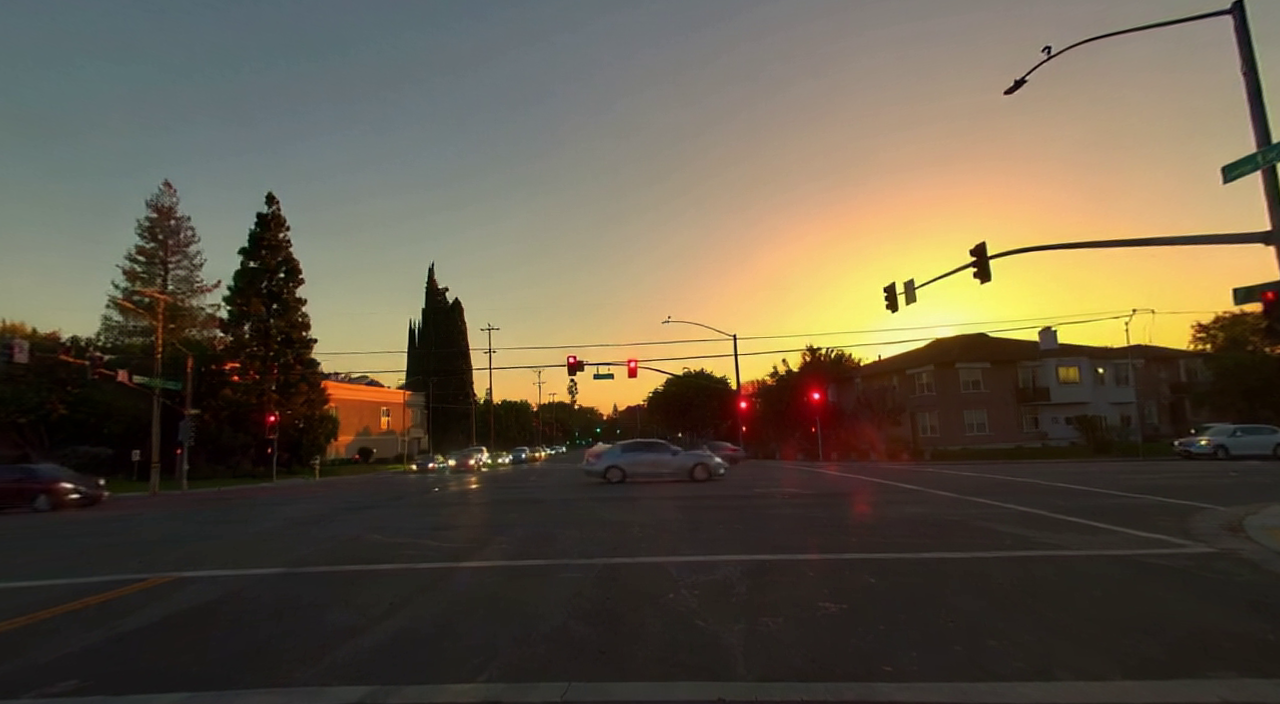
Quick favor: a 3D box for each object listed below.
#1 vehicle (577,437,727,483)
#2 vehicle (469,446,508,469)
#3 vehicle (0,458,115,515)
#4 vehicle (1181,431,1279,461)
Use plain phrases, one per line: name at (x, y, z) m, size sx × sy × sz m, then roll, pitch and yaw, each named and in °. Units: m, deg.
vehicle at (0.380, 3.655, 21.453) m, size 4.823 × 1.449 × 2.017 m, roll 0°, pitch -9°, yaw 0°
vehicle at (-10.708, 7.454, 44.766) m, size 1.881 × 1.509 × 3.377 m, roll 0°, pitch -9°, yaw 1°
vehicle at (-20.734, 4.475, 21.232) m, size 4.431 × 1.739 × 1.935 m, roll -1°, pitch -9°, yaw 1°
vehicle at (31.311, 4.888, 33.020) m, size 4.318 × 1.488 × 1.870 m, roll 0°, pitch -9°, yaw -1°
